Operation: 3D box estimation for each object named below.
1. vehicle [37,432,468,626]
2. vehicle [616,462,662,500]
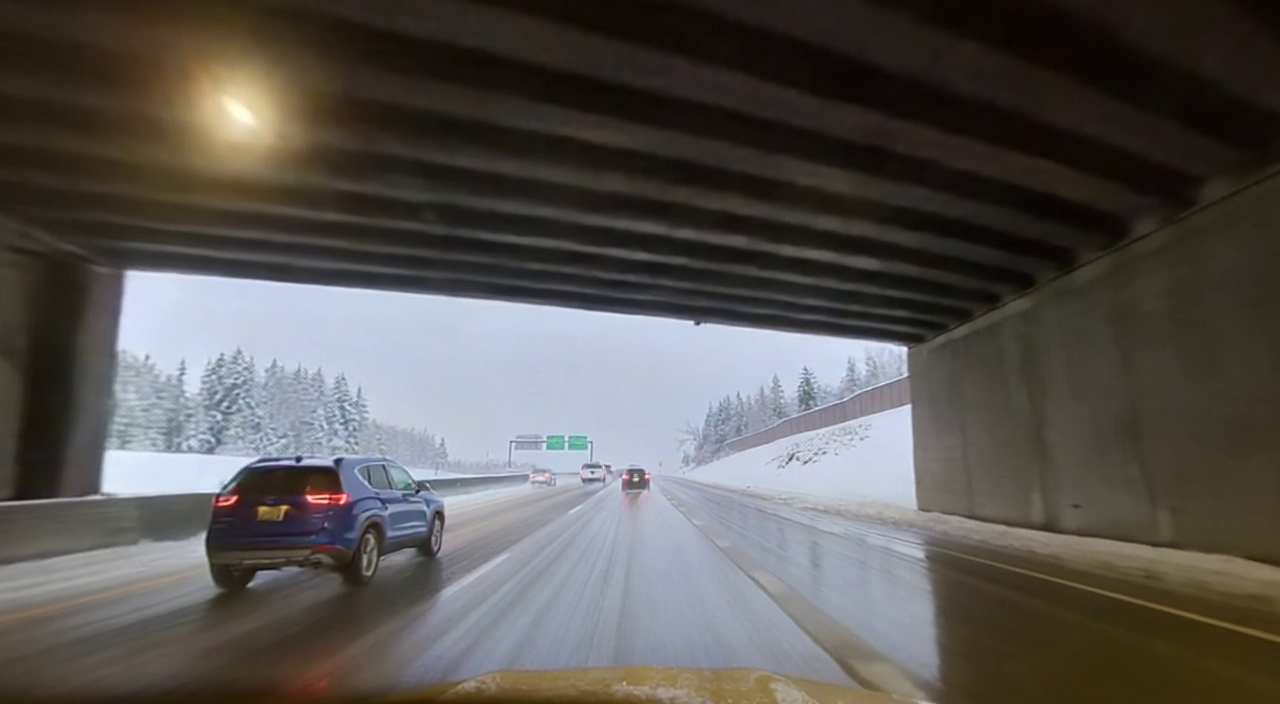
[{"bbox_3d":[-3.774,1.869,7.496,2.102,1.521,4.687,1,-11,0],"label":"vehicle"},{"bbox_3d":[-0.093,6.018,29.479,1.992,1.601,3.762,1,-11,-1],"label":"vehicle"}]
